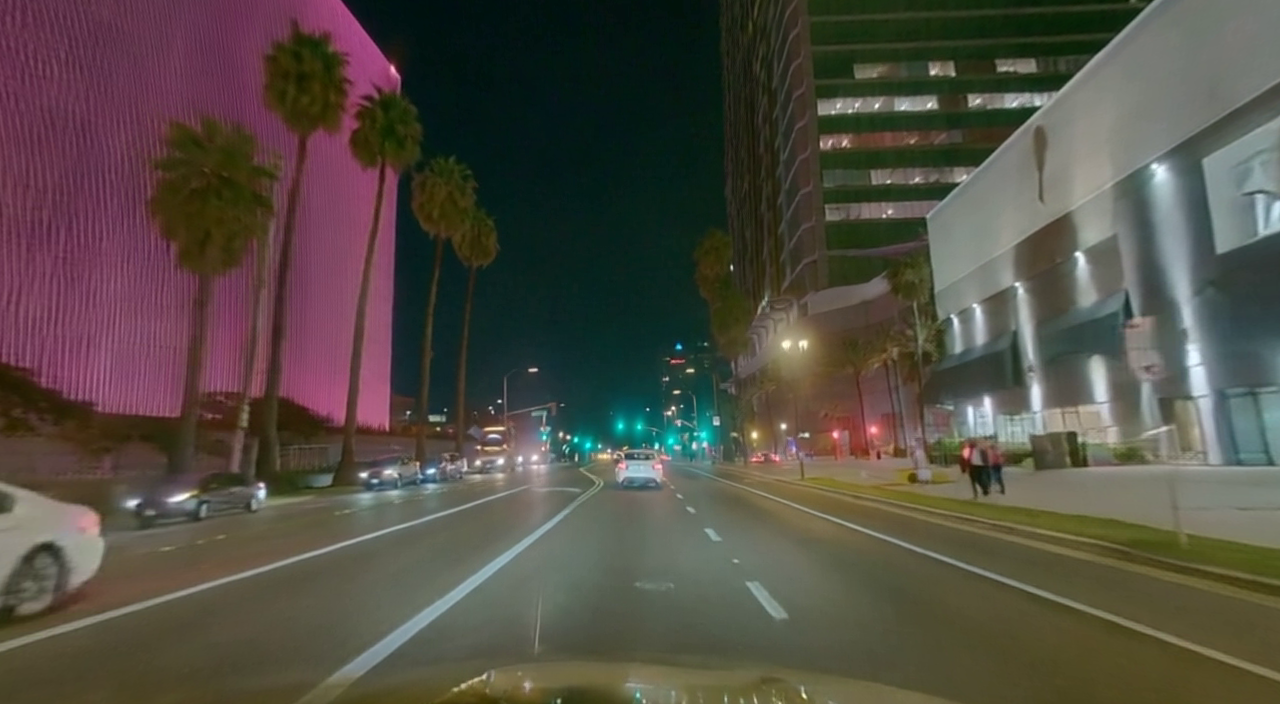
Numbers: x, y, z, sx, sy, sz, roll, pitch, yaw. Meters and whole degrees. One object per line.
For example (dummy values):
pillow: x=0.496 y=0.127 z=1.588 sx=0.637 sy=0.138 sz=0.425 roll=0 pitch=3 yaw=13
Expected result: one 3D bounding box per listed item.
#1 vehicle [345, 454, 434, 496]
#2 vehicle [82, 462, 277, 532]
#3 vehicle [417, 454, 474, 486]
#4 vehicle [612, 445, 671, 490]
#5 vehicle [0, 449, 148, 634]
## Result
vehicle: x=-12.304 y=6.050 z=31.320 sx=2.308 sy=1.839 sz=4.793 roll=-1 pitch=-9 yaw=2
vehicle: x=-12.459 y=3.996 z=17.546 sx=1.914 sy=1.551 sz=4.634 roll=-4 pitch=-12 yaw=0
vehicle: x=-12.049 y=7.311 z=39.334 sx=1.981 sy=1.803 sz=4.835 roll=0 pitch=-9 yaw=1
vehicle: x=0.046 y=4.538 z=24.989 sx=2.145 sy=1.632 sz=3.972 roll=0 pitch=-9 yaw=0
vehicle: x=-6.170 y=1.409 z=4.287 sx=1.951 sy=1.476 sz=4.452 roll=-1 pitch=-9 yaw=1
